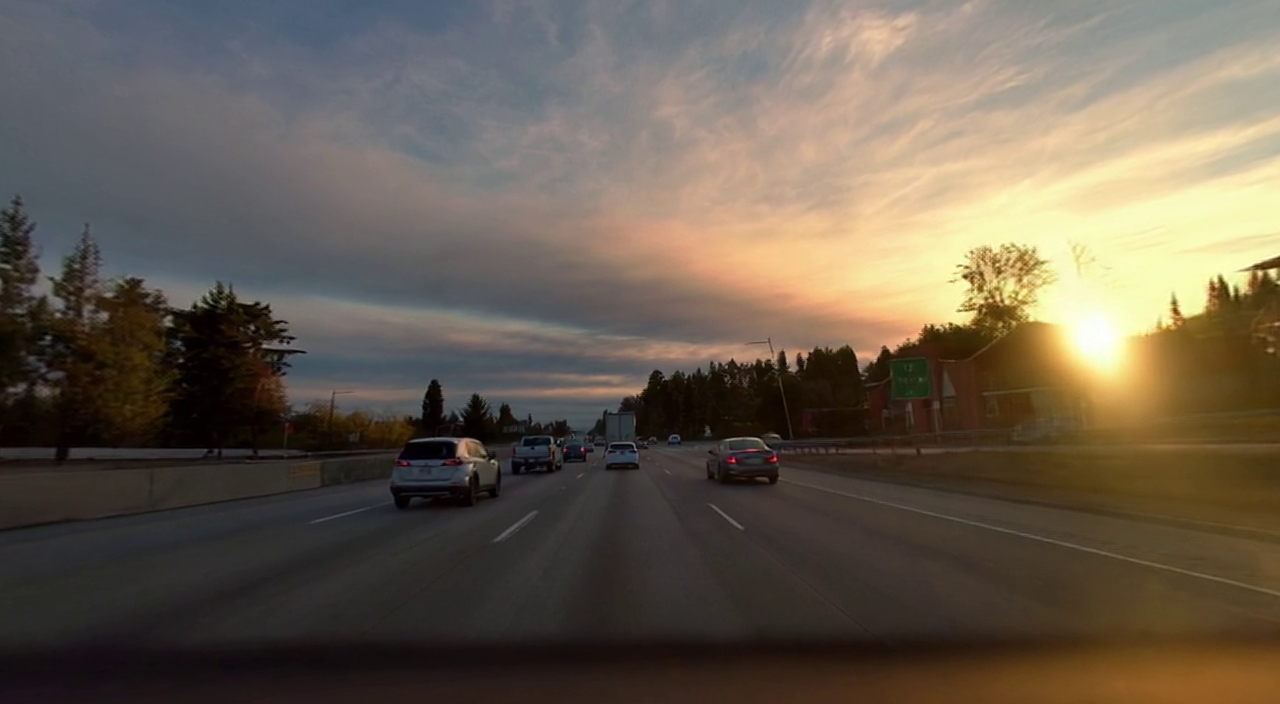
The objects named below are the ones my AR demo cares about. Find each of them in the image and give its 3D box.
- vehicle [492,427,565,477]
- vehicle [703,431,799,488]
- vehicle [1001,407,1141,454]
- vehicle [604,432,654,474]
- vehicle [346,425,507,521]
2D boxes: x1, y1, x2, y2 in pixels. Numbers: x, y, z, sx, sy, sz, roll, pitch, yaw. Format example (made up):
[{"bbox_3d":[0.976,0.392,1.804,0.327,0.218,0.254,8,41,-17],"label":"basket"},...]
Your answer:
[{"bbox_3d":[-4.734,4.348,27.720,2.301,1.944,5.482,0,-8,-1],"label":"vehicle"},{"bbox_3d":[3.249,3.245,19.387,2.027,1.554,4.252,0,-8,-2],"label":"vehicle"},{"bbox_3d":[16.561,3.107,24.581,2.048,1.674,4.106,2,-9,-11],"label":"vehicle"},{"bbox_3d":[-0.522,4.466,28.057,2.063,1.703,4.203,0,-8,-2],"label":"vehicle"},{"bbox_3d":[-4.182,2.428,13.182,1.988,1.668,4.021,0,-8,-1],"label":"vehicle"}]
